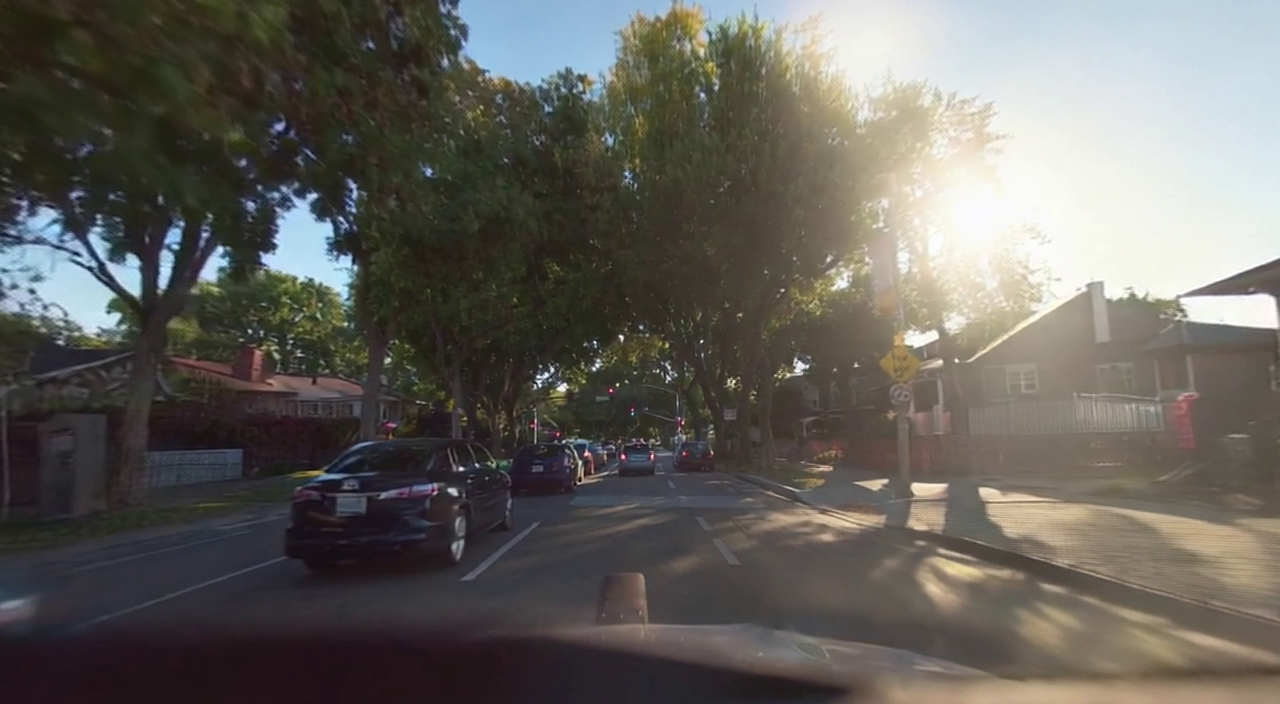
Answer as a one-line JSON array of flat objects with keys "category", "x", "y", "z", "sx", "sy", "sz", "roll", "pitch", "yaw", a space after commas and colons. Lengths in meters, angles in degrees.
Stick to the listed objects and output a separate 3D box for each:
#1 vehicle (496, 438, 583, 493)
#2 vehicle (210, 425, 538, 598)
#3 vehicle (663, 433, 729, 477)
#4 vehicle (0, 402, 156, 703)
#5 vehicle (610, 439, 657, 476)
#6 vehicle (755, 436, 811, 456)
[{"category": "vehicle", "x": -2.966, "y": 3.477, "z": 19.714, "sx": 1.897, "sy": 1.484, "sz": 4.716, "roll": 0, "pitch": -9, "yaw": 1}, {"category": "vehicle", "x": -2.693, "y": 1.734, "z": 7.854, "sx": 2.081, "sy": 1.488, "sz": 4.566, "roll": 0, "pitch": -9, "yaw": 0}, {"category": "vehicle", "x": 2.255, "y": 4.329, "z": 26.748, "sx": 2.258, "sy": 1.682, "sz": 4.635, "roll": 0, "pitch": -9, "yaw": -1}, {"category": "vehicle", "x": -3.032, "y": 0.664, "z": 0.380, "sx": 1.970, "sy": 1.477, "sz": 4.380, "roll": 0, "pitch": -9, "yaw": 0}, {"category": "vehicle", "x": -0.306, "y": 4.578, "z": 27.646, "sx": 1.927, "sy": 1.453, "sz": 3.848, "roll": 0, "pitch": -9, "yaw": -1}, {"category": "vehicle", "x": 11.079, "y": 7.308, "z": 48.973, "sx": 3.883, "sy": 1.496, "sz": 1.779, "roll": 1, "pitch": -9, "yaw": -2}]
